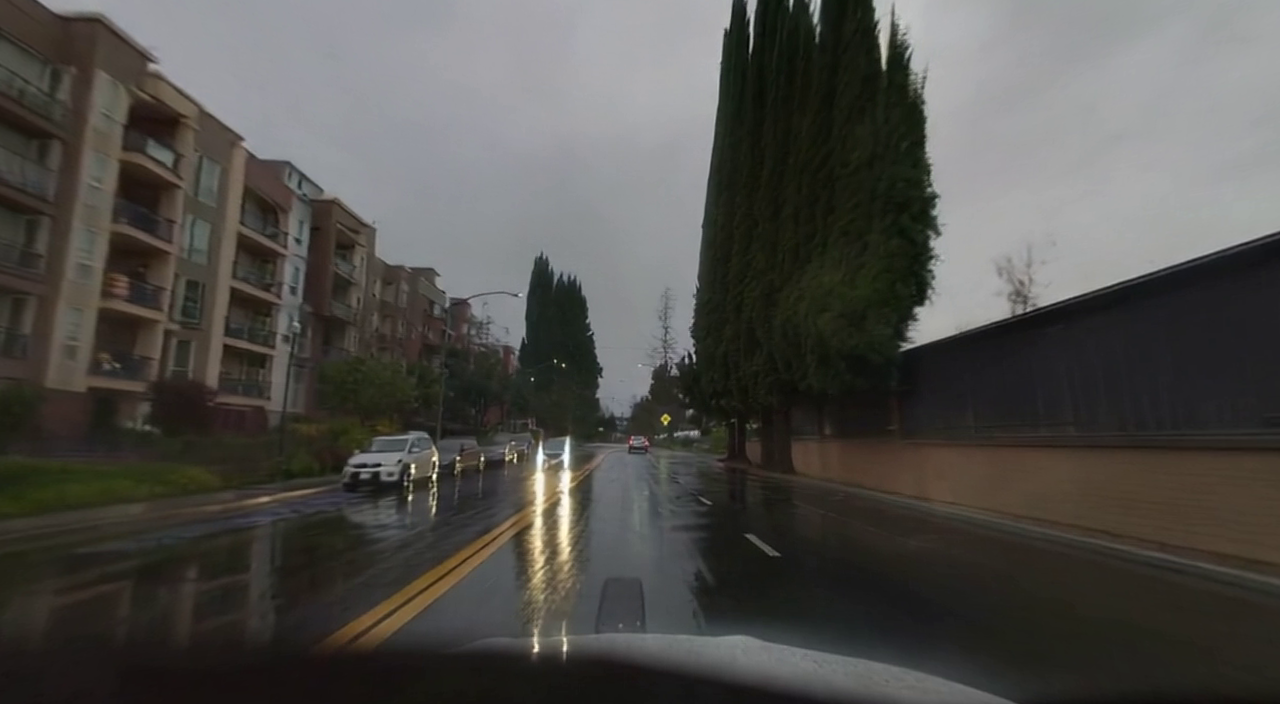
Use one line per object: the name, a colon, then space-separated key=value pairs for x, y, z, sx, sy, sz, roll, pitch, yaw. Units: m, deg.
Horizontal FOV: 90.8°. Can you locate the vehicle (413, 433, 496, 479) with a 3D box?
vehicle: x=-7.129 y=4.050 z=24.790 sx=1.878 sy=1.572 sz=4.621 roll=1 pitch=-9 yaw=0

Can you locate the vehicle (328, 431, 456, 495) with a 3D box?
vehicle: x=-7.106 y=3.216 z=18.698 sx=1.913 sy=1.560 sz=4.513 roll=2 pitch=-8 yaw=0

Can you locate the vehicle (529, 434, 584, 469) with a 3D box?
vehicle: x=-4.117 y=5.006 z=32.006 sx=2.170 sy=1.631 sz=4.299 roll=0 pitch=-9 yaw=1

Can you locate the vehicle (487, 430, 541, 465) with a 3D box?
vehicle: x=-7.379 y=5.615 z=37.426 sx=2.098 sy=1.851 sz=4.817 roll=2 pitch=-7 yaw=1
